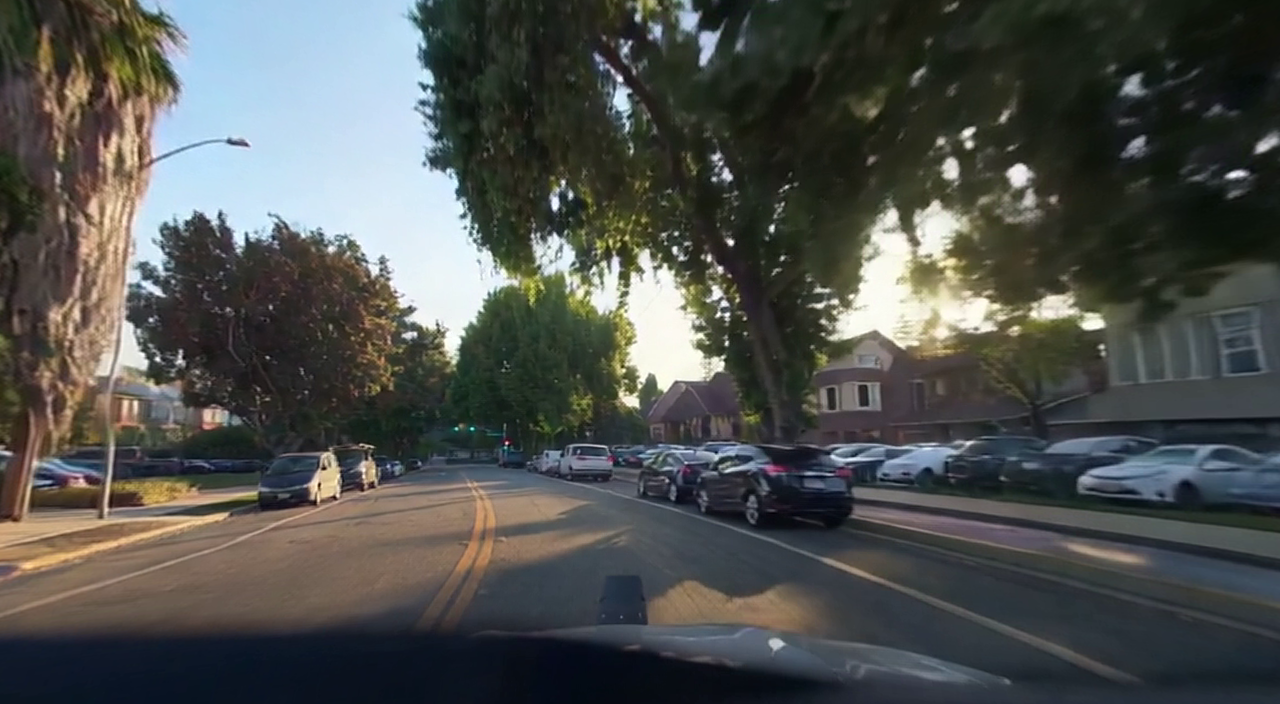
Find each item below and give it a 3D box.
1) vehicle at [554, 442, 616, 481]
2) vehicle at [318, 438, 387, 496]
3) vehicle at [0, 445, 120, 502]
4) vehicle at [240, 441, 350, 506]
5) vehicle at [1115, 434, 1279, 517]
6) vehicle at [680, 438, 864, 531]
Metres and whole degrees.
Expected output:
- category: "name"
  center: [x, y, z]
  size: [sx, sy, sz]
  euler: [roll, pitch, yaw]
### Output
- category: "vehicle"
  center: [-3.021, 5.704, 33.396]
  size: [2.255, 1.863, 5.629]
  euler: [2, -9, -16]
- category: "vehicle"
  center: [-13.916, 5.492, 30.881]
  size: [2.382, 2.223, 5.472]
  euler: [-1, -5, -17]
- category: "vehicle"
  center: [-20.920, 4.012, 20.880]
  size: [5.124, 1.706, 2.357]
  euler: [0, -8, -12]
- category: "vehicle"
  center: [-11.645, 4.153, 21.797]
  size: [2.171, 1.838, 5.344]
  euler: [0, -10, -16]
- category: "vehicle"
  center: [12.042, 2.345, 12.392]
  size: [4.326, 1.413, 1.977]
  euler: [2, -9, -14]
- category: "vehicle"
  center: [2.384, 2.542, 12.895]
  size: [1.884, 1.508, 4.713]
  euler: [2, -9, -12]
